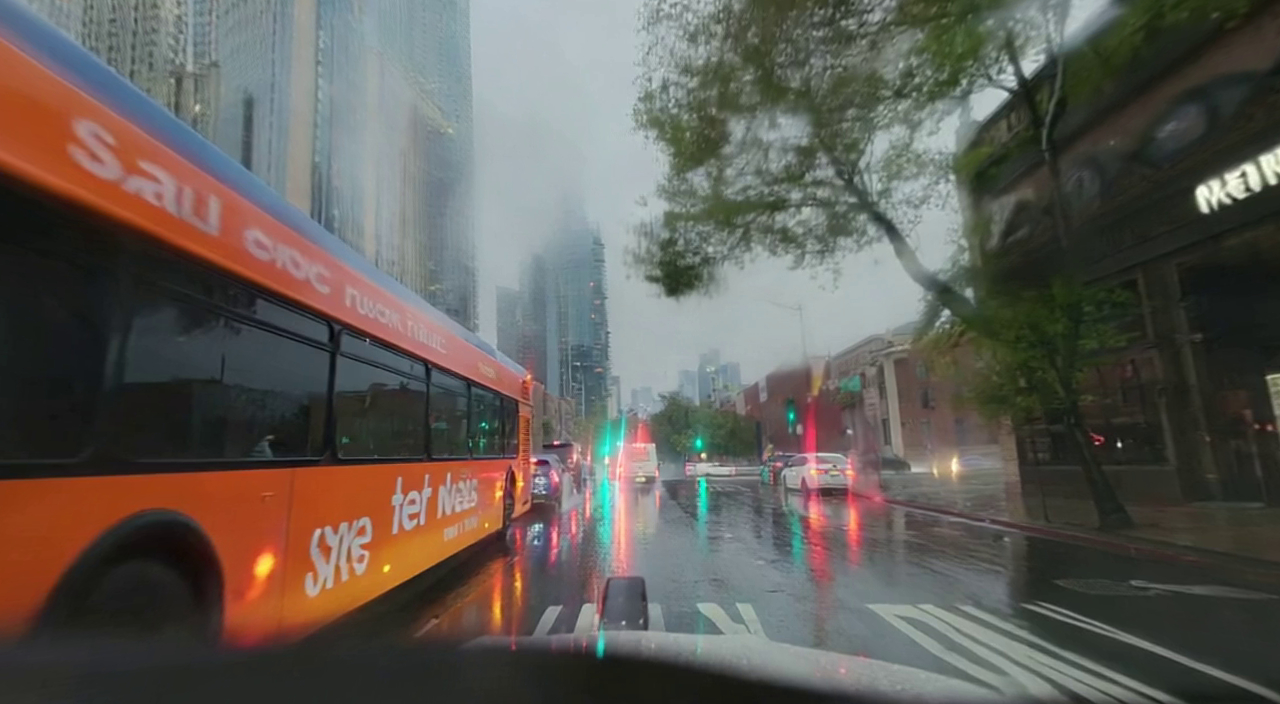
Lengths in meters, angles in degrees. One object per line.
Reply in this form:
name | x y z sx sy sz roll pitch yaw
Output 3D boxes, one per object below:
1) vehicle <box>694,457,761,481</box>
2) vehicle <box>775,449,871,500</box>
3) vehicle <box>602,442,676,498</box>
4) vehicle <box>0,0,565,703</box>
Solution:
vehicle | 6.234 8.282 44.876 4.551 1.500 1.944 5 -10 -32
vehicle | 6.026 4.073 21.432 1.919 1.529 4.558 0 -9 0
vehicle | 0.008 4.135 22.549 2.328 1.746 5.072 0 -9 1
vehicle | -2.987 0.632 5.608 2.922 3.323 13.151 0 -9 1
